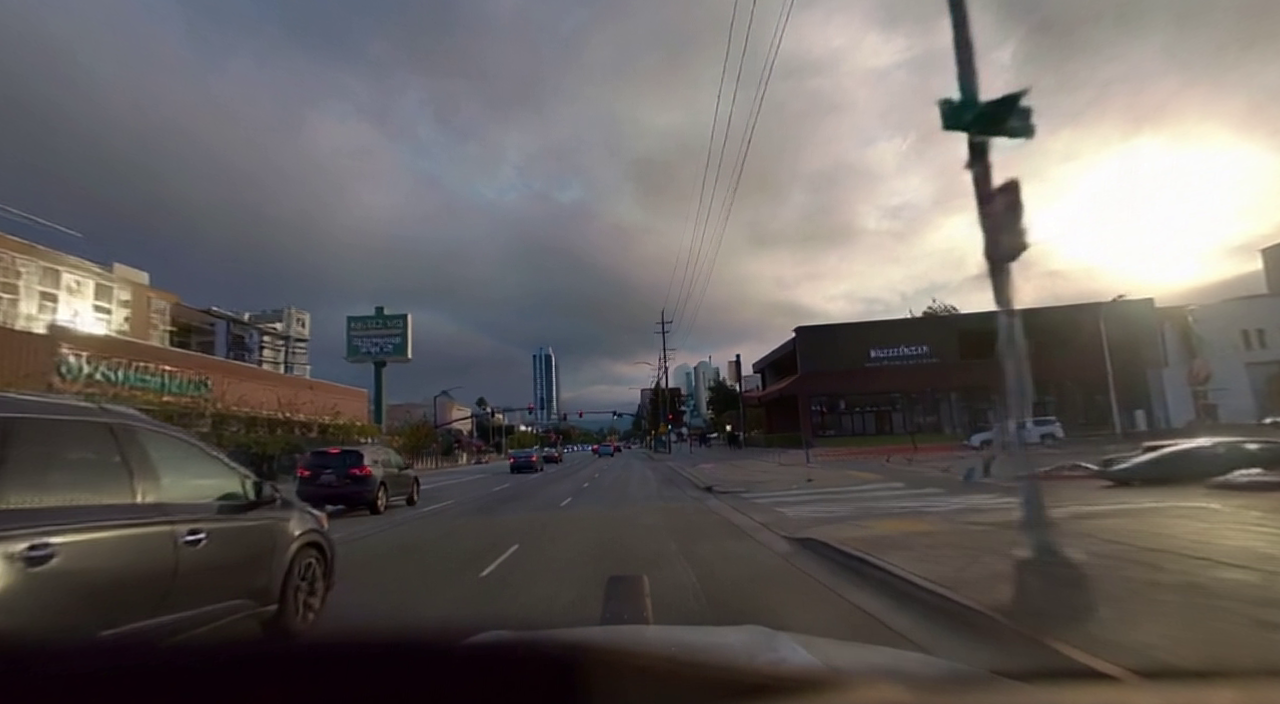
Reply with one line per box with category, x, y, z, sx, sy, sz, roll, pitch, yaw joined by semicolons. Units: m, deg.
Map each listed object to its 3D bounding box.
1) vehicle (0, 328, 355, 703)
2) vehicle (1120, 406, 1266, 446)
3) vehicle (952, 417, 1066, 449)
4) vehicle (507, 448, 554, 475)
vehicle;-3.416;0.862;2.575;2.277;1.743;4.893;0;-9;-1
vehicle;22.689;3.148;26.171;1.787;1.409;4.798;-1;-9;1
vehicle;18.894;4.197;32.413;4.573;1.532;1.983;0;-9;-1
vehicle;-6.657;6.708;38.780;2.030;1.488;4.650;-1;-9;0
